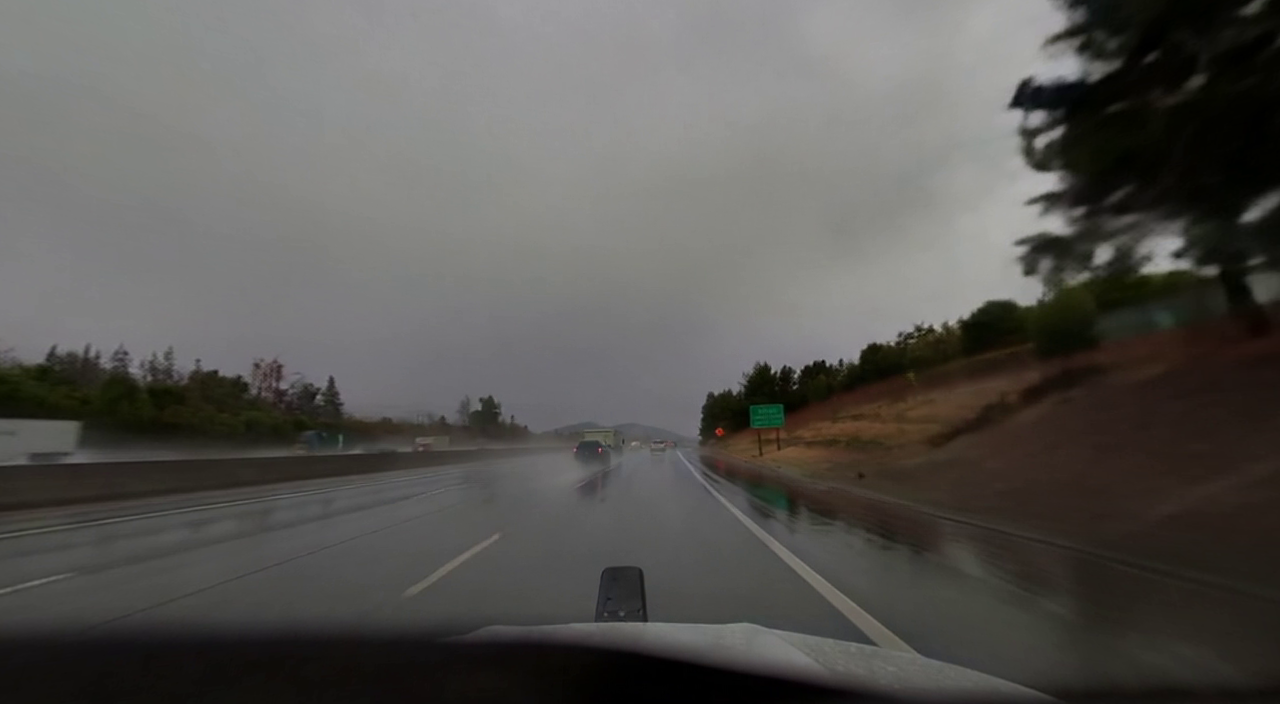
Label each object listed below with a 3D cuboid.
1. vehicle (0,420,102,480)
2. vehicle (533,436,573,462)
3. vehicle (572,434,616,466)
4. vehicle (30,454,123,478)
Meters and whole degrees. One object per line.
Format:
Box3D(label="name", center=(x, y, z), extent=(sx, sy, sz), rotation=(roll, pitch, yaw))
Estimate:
Box3D(label="vehicle", center=(-45.147, 6.528, 41.978), extent=(2.976, 4.033, 16.859), rotation=(0, -9, 2))
Box3D(label="vehicle", center=(-6.194, 6.999, 45.341), extent=(2.078, 1.729, 4.722), rotation=(0, -9, 2))
Box3D(label="vehicle", center=(-2.643, 5.772, 37.014), extent=(2.194, 1.766, 3.720), rotation=(0, -9, 2))
Box3D(label="vehicle", center=(-40.736, 8.207, 45.585), extent=(1.827, 1.564, 5.291), rotation=(0, -9, 0))
